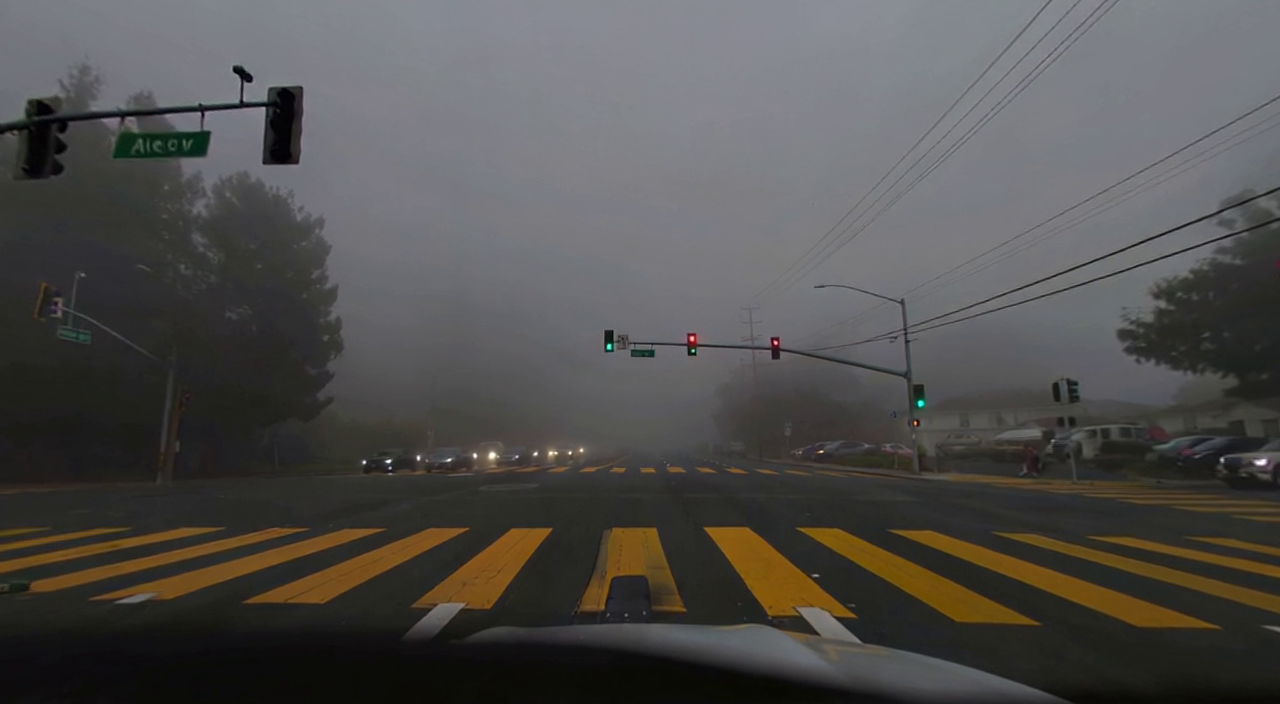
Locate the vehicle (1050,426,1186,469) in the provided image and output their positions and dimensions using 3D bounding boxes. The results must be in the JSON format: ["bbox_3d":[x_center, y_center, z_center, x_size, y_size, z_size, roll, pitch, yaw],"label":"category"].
[{"bbox_3d":[25.281,5.100,33.682,2.177,2.086,5.514,2,-9,-14],"label":"vehicle"}]

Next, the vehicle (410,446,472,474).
[{"bbox_3d":[-10.970,5.950,35.068,2.007,1.451,4.242,0,-8,1],"label":"vehicle"}]

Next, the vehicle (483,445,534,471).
[{"bbox_3d":[-7.664,6.191,37.132,1.958,1.415,4.312,0,-8,1],"label":"vehicle"}]

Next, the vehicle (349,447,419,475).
[{"bbox_3d":[-14.627,6.232,36.330,2.035,1.470,4.677,0,-8,0],"label":"vehicle"}]
